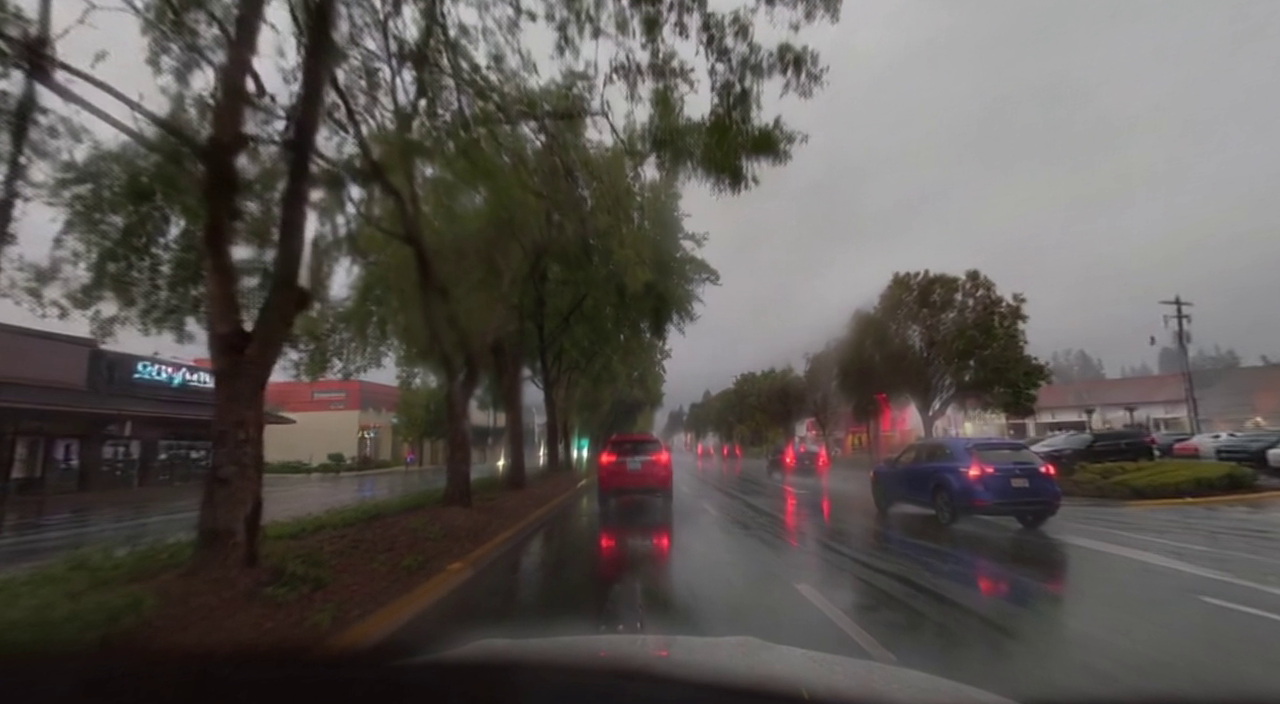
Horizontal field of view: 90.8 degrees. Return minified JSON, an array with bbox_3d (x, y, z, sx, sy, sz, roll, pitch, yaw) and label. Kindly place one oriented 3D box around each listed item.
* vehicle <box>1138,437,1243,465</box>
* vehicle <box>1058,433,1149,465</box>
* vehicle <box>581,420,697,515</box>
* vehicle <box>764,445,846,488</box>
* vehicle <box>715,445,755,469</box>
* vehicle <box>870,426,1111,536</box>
[{"bbox_3d":[33.252,5.996,38.373,1.959,1.580,4.873,0,-9,0],"label":"vehicle"},{"bbox_3d":[27.826,5.858,38.130,1.967,1.803,4.305,0,-9,-3],"label":"vehicle"},{"bbox_3d":[-0.022,2.636,14.820,2.320,1.880,4.192,0,-9,0],"label":"vehicle"},{"bbox_3d":[6.493,4.533,25.460,2.035,1.553,4.465,0,-9,-1],"label":"vehicle"},{"bbox_3d":[6.516,7.262,43.883,1.914,1.523,4.287,0,-9,-2],"label":"vehicle"},{"bbox_3d":[6.337,2.362,12.206,2.056,1.703,4.428,0,-9,0],"label":"vehicle"}]
